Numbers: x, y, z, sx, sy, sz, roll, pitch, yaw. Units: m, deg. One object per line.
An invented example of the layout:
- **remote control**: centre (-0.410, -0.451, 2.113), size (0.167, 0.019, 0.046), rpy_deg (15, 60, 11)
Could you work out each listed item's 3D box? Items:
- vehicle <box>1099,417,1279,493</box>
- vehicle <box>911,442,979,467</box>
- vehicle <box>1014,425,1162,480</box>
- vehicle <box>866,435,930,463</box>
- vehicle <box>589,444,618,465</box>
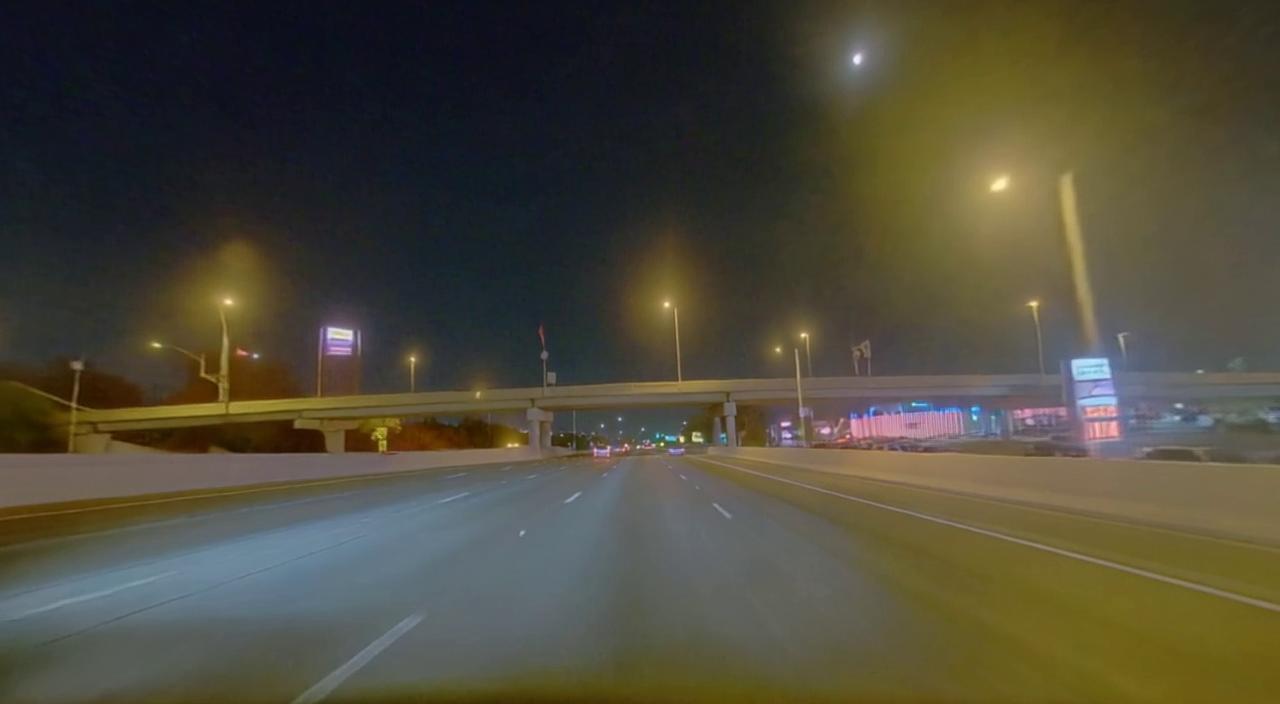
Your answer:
- **vehicle**: centre (17.815, 3.218, 20.126), size (2.229, 2.050, 5.602), rpy_deg (0, -8, 2)
- **vehicle**: centre (18.461, 6.217, 38.467), size (1.858, 1.432, 4.563), rpy_deg (0, -8, 0)
- **vehicle**: centre (18.023, 4.082, 25.853), size (2.108, 1.965, 5.471), rpy_deg (0, -8, 1)
- **vehicle**: centre (18.631, 7.030, 45.973), size (2.128, 1.915, 5.821), rpy_deg (0, -8, -1)
- **vehicle**: centre (-2.729, 7.800, 48.208), size (1.982, 1.516, 4.327), rpy_deg (0, -8, 0)
